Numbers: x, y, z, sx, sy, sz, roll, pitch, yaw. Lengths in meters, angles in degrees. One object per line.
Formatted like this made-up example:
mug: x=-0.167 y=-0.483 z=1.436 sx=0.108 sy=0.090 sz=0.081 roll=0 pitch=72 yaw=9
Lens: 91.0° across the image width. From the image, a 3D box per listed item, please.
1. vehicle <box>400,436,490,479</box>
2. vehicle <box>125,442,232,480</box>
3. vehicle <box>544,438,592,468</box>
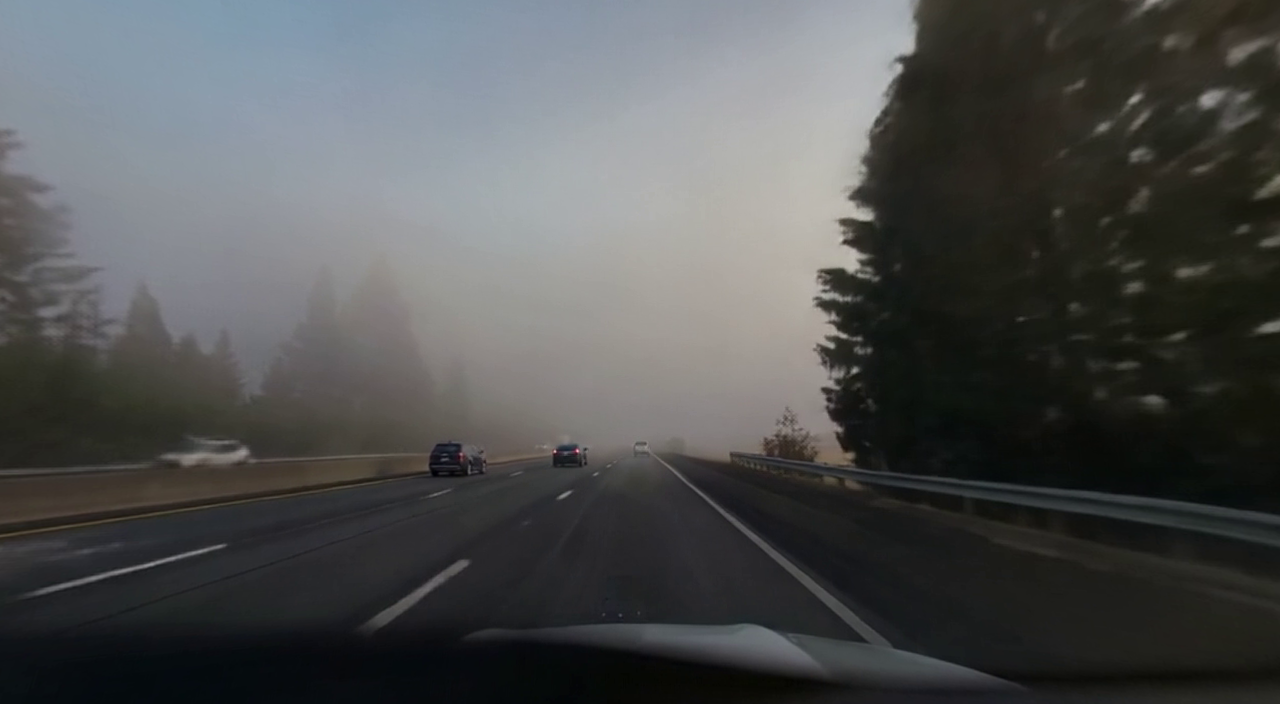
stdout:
vehicle: x=-7.566 y=4.126 z=24.976 sx=2.034 sy=1.523 sz=4.627 roll=0 pitch=-9 yaw=1
vehicle: x=-22.906 y=5.422 z=31.517 sx=1.942 sy=1.734 sz=4.387 roll=0 pitch=-9 yaw=1
vehicle: x=-4.012 y=5.725 z=35.871 sx=2.083 sy=1.588 sz=4.801 roll=0 pitch=-8 yaw=1
